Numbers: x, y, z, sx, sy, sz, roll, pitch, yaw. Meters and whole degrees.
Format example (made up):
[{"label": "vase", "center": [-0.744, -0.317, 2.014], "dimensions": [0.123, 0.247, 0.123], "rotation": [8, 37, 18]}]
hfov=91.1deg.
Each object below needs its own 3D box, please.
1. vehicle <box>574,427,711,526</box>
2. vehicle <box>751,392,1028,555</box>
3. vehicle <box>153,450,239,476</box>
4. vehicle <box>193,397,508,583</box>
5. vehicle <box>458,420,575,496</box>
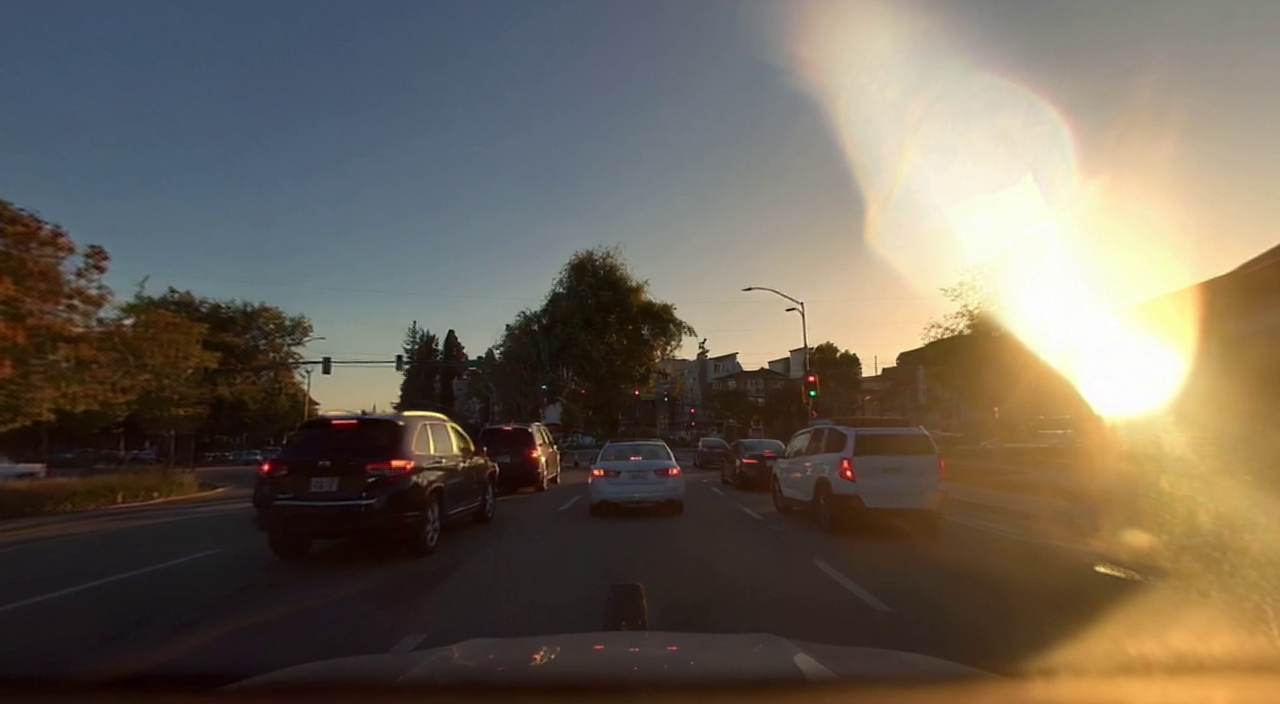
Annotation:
[{"label": "vehicle", "center": [0.029, 2.136, 11.317], "dimensions": [2.021, 1.461, 3.862], "rotation": [0, -8, 0]}, {"label": "vehicle", "center": [3.246, 1.715, 9.514], "dimensions": [2.141, 1.833, 4.704], "rotation": [0, -8, -2]}, {"label": "vehicle", "center": [-32.312, 8.038, 45.715], "dimensions": [5.234, 1.767, 2.028], "rotation": [-2, -9, 13]}, {"label": "vehicle", "center": [-3.142, 1.587, 8.013], "dimensions": [1.912, 1.703, 4.261], "rotation": [0, -8, 1]}, {"label": "vehicle", "center": [-3.165, 2.849, 17.234], "dimensions": [2.117, 1.772, 4.619], "rotation": [0, -8, 2]}]
